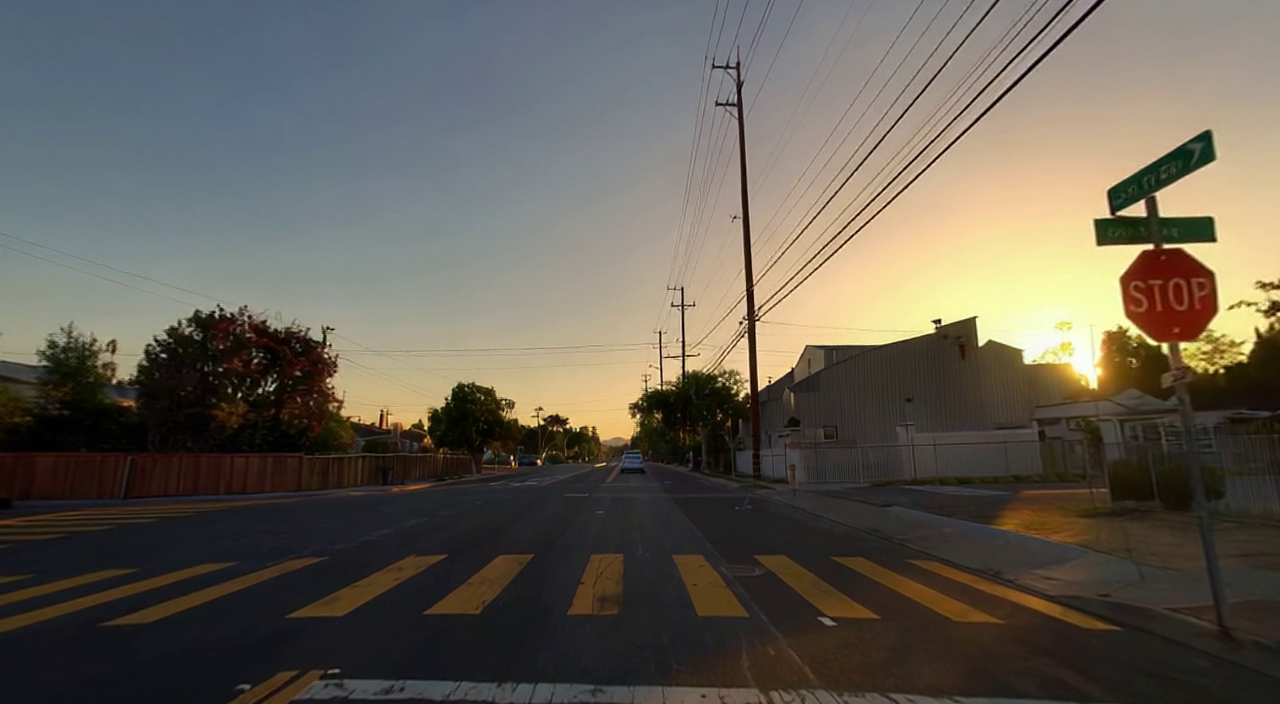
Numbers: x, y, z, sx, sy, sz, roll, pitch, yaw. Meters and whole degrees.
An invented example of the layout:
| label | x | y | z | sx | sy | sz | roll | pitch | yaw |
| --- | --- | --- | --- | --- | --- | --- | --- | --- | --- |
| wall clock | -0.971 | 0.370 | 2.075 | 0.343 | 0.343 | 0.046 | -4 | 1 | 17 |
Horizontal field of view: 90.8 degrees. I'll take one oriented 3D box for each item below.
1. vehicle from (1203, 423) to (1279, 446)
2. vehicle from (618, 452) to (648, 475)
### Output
| label | x | y | z | sx | sy | sz | roll | pitch | yaw |
| --- | --- | --- | --- | --- | --- | --- | --- | --- | --- |
| vehicle | 44.576 | 6.053 | 46.033 | 2.251 | 1.596 | 5.193 | -1 | -8 | 0 |
| vehicle | -0.493 | 7.990 | 45.404 | 2.064 | 1.477 | 3.968 | 0 | -9 | 0 |
